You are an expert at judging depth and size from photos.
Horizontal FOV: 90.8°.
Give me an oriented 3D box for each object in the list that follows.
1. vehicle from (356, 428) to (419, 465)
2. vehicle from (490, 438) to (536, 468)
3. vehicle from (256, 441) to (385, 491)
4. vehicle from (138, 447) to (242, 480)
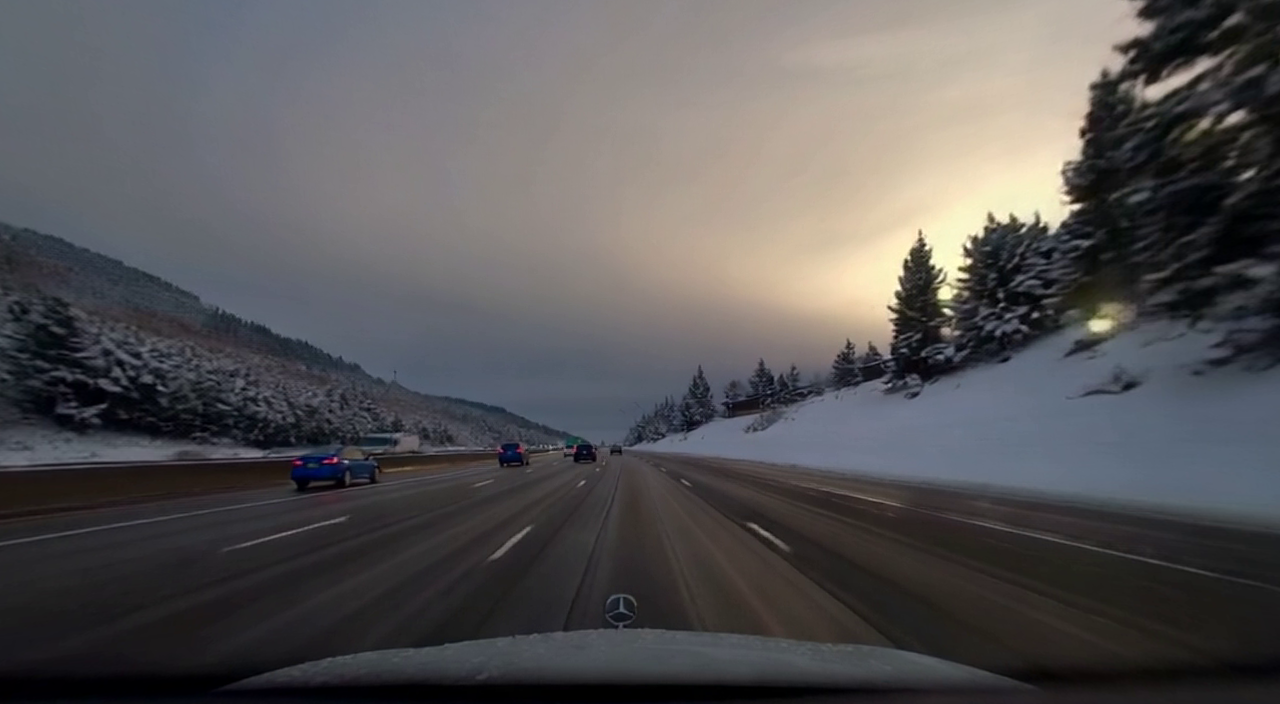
[{"bbox_3d":[-18.674,7.037,47.020,2.308,2.505,5.849,0,-8,-1],"label":"vehicle"},{"bbox_3d":[-8.079,6.450,40.624,2.074,1.768,4.805,0,-8,-1],"label":"vehicle"},{"bbox_3d":[-10.571,3.771,21.399,1.949,1.475,4.740,0,-8,-1],"label":"vehicle"},{"bbox_3d":[-21.855,5.396,30.942,1.863,1.448,4.393,0,-8,-1],"label":"vehicle"}]
